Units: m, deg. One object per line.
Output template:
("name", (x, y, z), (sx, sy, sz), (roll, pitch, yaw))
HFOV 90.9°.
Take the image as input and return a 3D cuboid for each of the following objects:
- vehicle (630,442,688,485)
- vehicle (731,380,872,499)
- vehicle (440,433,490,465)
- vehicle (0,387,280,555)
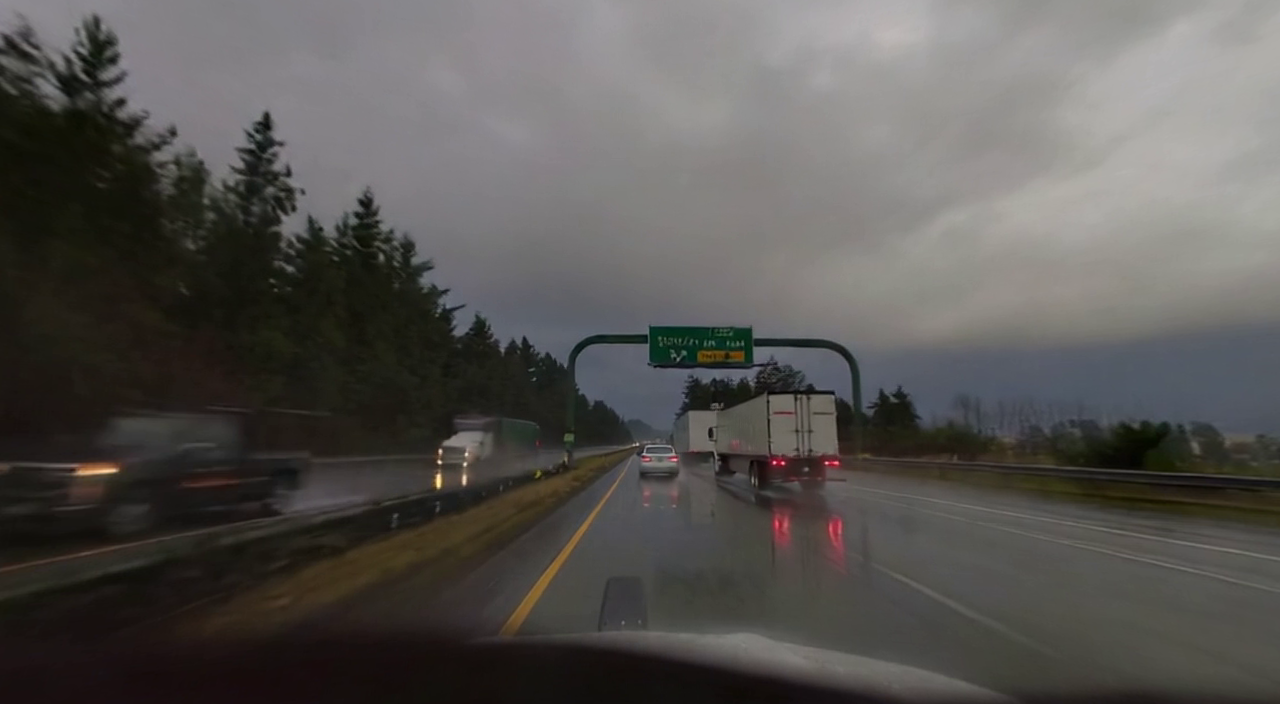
("vehicle", (0.656, 4.334, 24.835), (2.069, 1.523, 4.012), (0, -9, -1))
("vehicle", (5.000, 2.984, 21.275), (2.600, 3.282, 7.635), (0, -9, -1))
("vehicle", (-11.744, 6.560, 42.604), (2.056, 2.054, 4.765), (0, -9, 0))
("vehicle", (-7.580, 1.635, 9.177), (2.015, 1.839, 4.385), (0, -9, 0))
